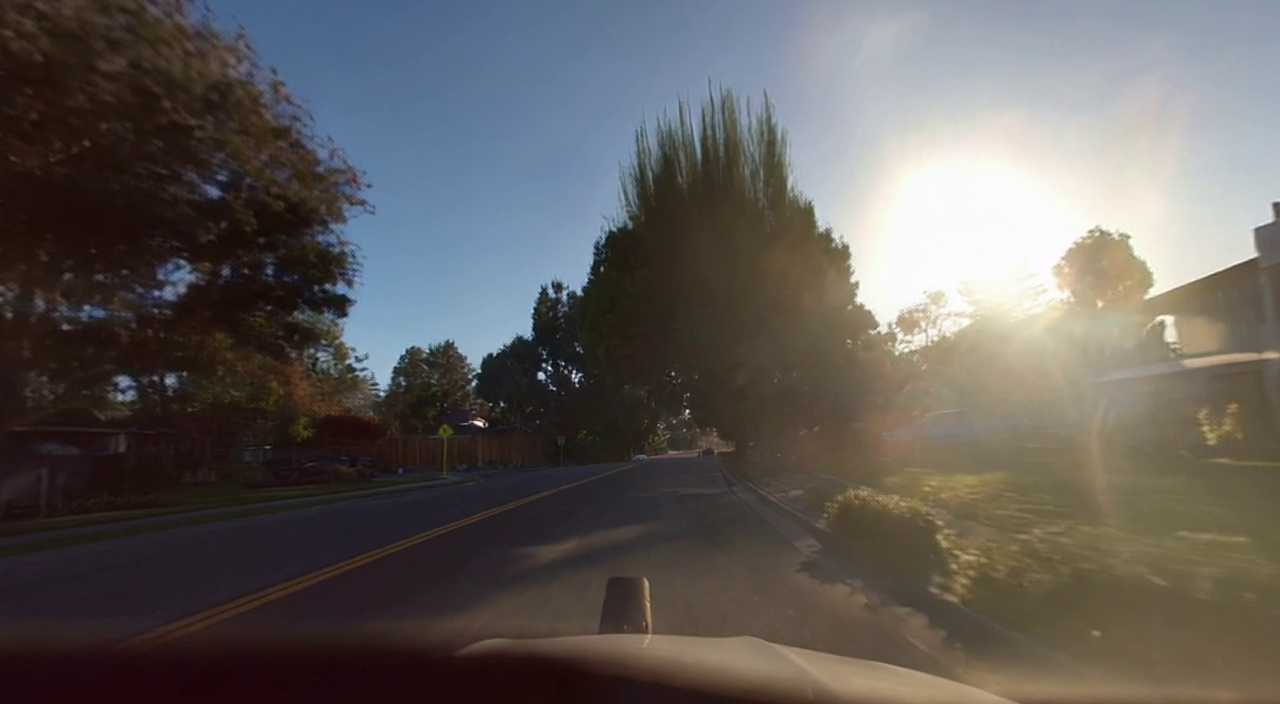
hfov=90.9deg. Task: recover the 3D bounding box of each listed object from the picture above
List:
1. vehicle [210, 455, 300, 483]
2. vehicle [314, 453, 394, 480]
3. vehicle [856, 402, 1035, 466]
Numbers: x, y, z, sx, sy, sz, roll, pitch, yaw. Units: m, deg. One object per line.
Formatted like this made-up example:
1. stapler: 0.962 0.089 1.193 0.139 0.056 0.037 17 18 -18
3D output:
1. vehicle: -25.025 7.608 41.043 4.751 1.489 2.052 -5 -9 8
2. vehicle: -18.233 7.316 40.255 4.270 1.481 1.972 -4 -9 10
3. vehicle: 11.673 3.238 24.533 5.704 1.788 2.095 -7 -11 9
